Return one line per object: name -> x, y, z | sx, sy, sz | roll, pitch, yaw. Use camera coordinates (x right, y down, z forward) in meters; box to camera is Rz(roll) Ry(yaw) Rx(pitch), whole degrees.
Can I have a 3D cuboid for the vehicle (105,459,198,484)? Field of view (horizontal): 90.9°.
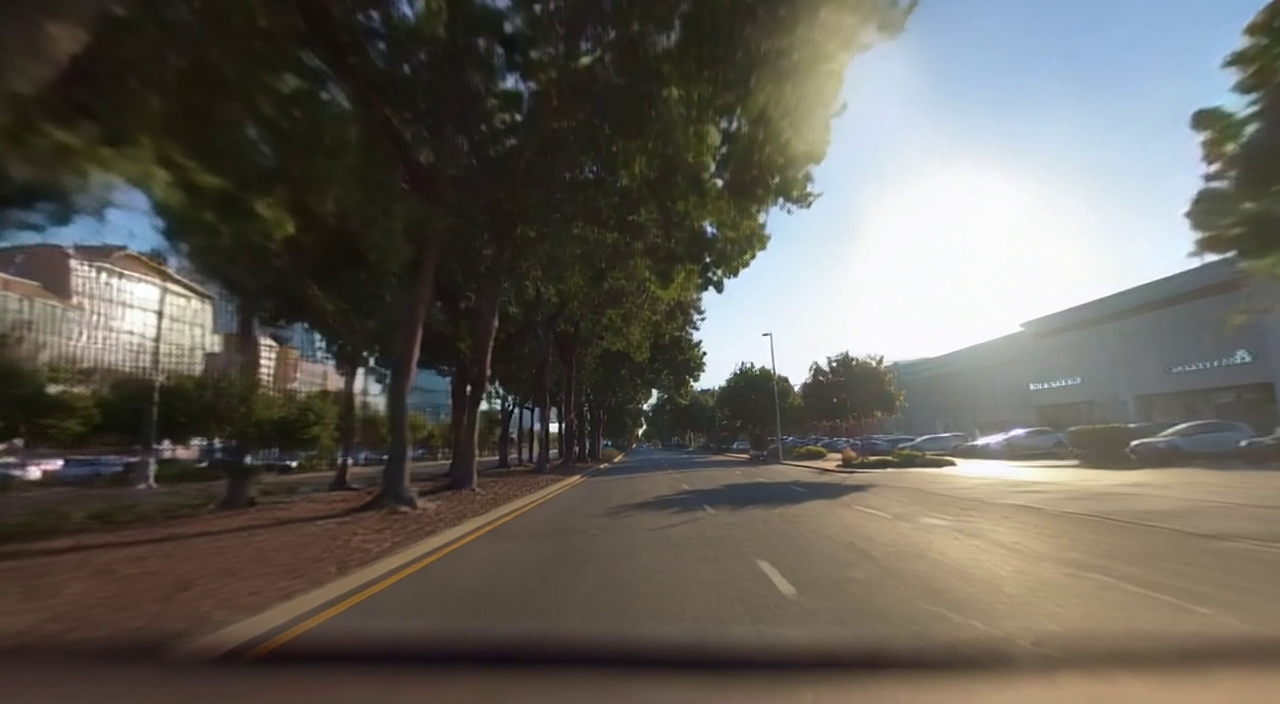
vehicle -> -31.188, 7.617, 40.413 | 4.320, 1.463, 1.827 | 4, -9, -25
